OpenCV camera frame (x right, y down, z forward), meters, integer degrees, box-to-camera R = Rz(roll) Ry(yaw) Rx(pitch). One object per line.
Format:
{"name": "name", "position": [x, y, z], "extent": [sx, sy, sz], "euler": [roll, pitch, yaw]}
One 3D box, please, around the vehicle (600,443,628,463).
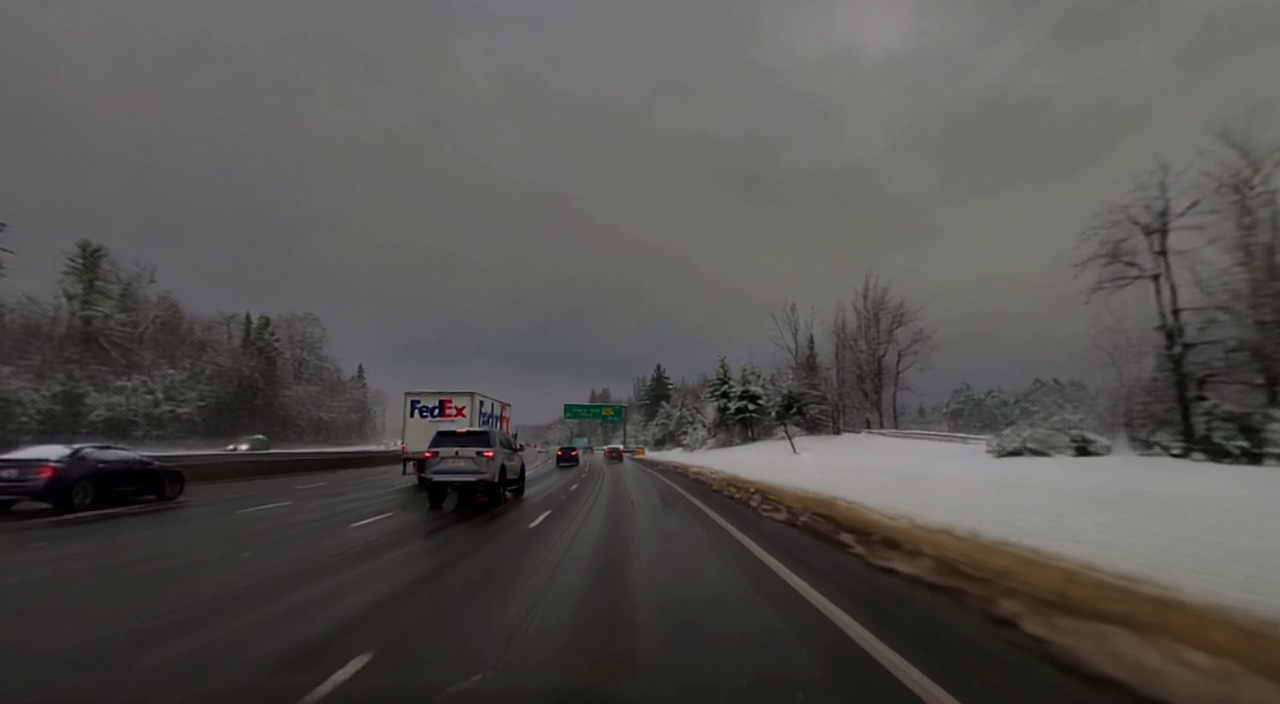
{"name": "vehicle", "position": [-2.046, 7.863, 49.142], "extent": [2.043, 1.489, 3.839], "euler": [1, -9, -5]}

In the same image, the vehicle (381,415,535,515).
{"name": "vehicle", "position": [-3.825, 2.488, 14.308], "extent": [2.170, 1.886, 4.628], "euler": [0, -9, -1]}

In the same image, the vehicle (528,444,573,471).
{"name": "vehicle", "position": [-5.160, 6.142, 37.000], "extent": [2.192, 1.478, 4.591], "euler": [0, -9, -3]}

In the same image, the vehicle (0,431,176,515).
{"name": "vehicle", "position": [-13.652, 2.762, 14.932], "extent": [2.018, 1.668, 4.409], "euler": [0, -9, -1]}
